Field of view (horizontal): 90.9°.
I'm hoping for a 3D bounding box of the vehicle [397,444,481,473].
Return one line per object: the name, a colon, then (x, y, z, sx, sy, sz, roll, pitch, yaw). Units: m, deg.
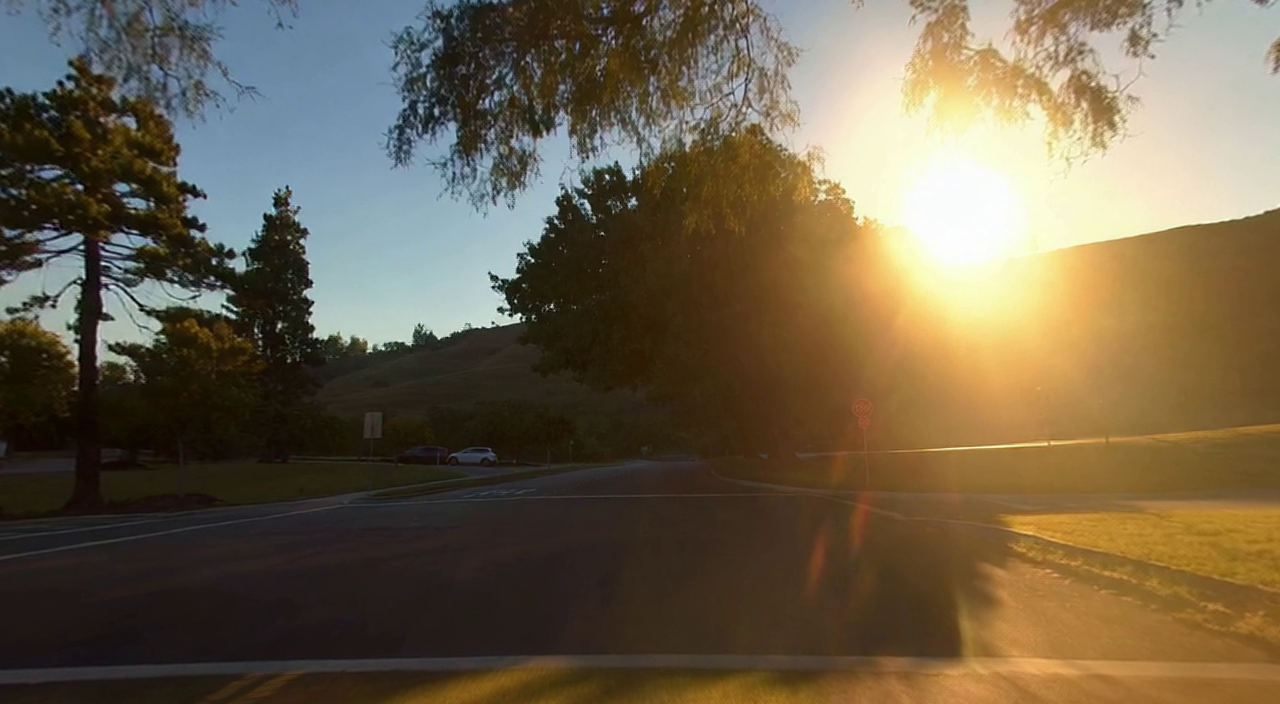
vehicle: (-12.665, 6.725, 39.919, 4.590, 1.735, 1.973, 0, -9, 3)
